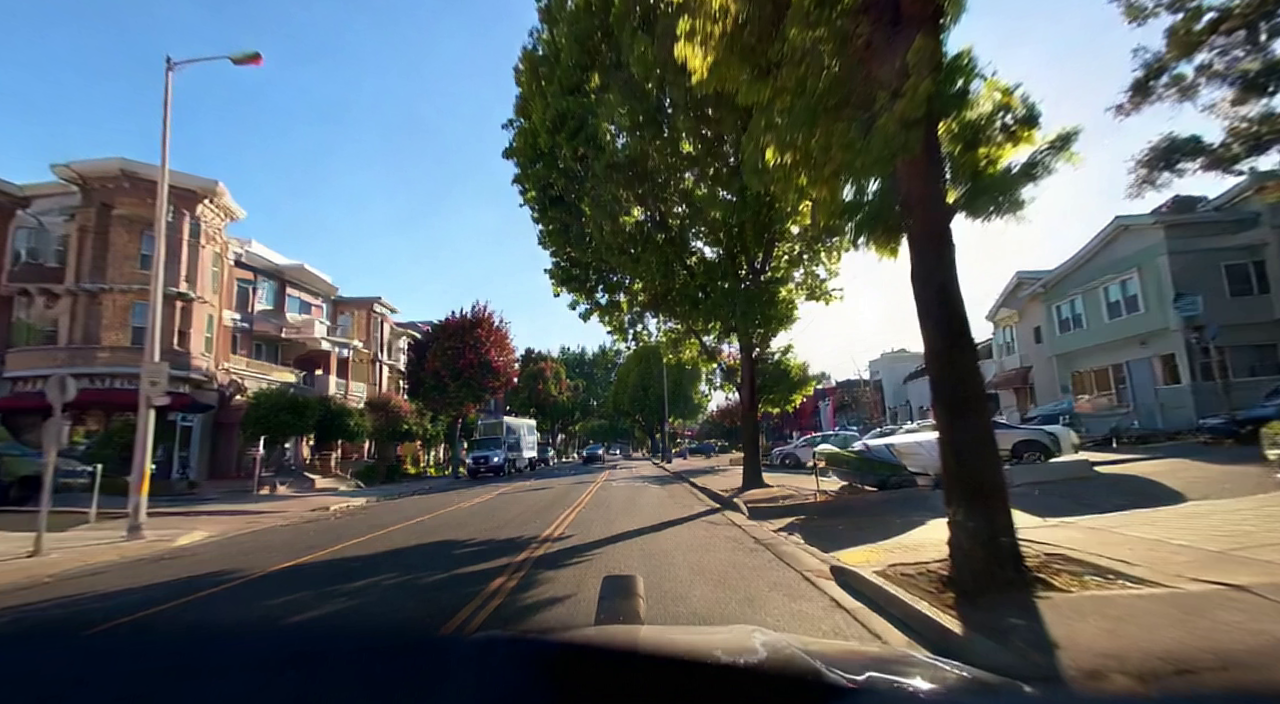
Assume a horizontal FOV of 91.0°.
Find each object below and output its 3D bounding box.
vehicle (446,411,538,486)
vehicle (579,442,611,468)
[{"bbox_3d":[-9.040,5.889,40.171,2.986,3.768,11.697,-6,-6,-1],"label":"vehicle"},{"bbox_3d":[-3.393,7.801,48.061,2.118,1.864,4.640,0,-9,-1],"label":"vehicle"}]
